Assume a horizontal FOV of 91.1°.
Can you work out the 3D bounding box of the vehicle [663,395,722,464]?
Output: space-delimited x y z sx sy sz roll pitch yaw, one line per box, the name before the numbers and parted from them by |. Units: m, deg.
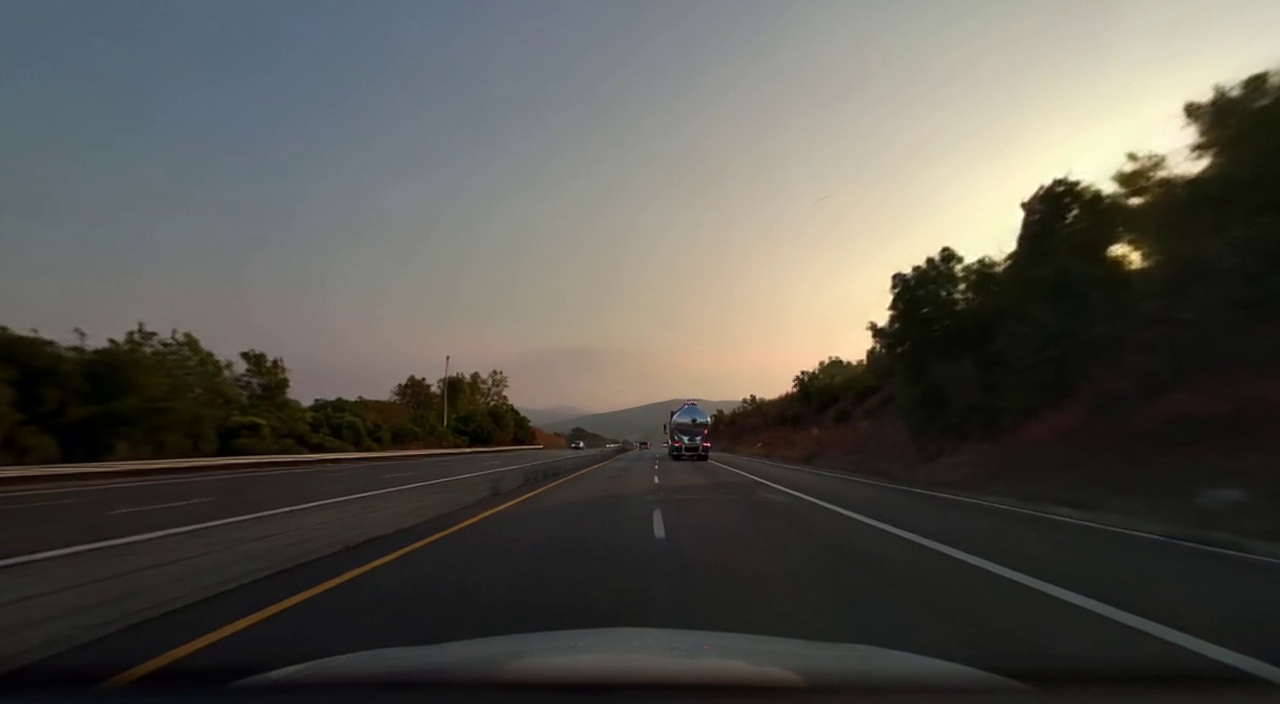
vehicle | 3.059 5.034 40.157 2.946 3.745 11.516 0 -8 1
